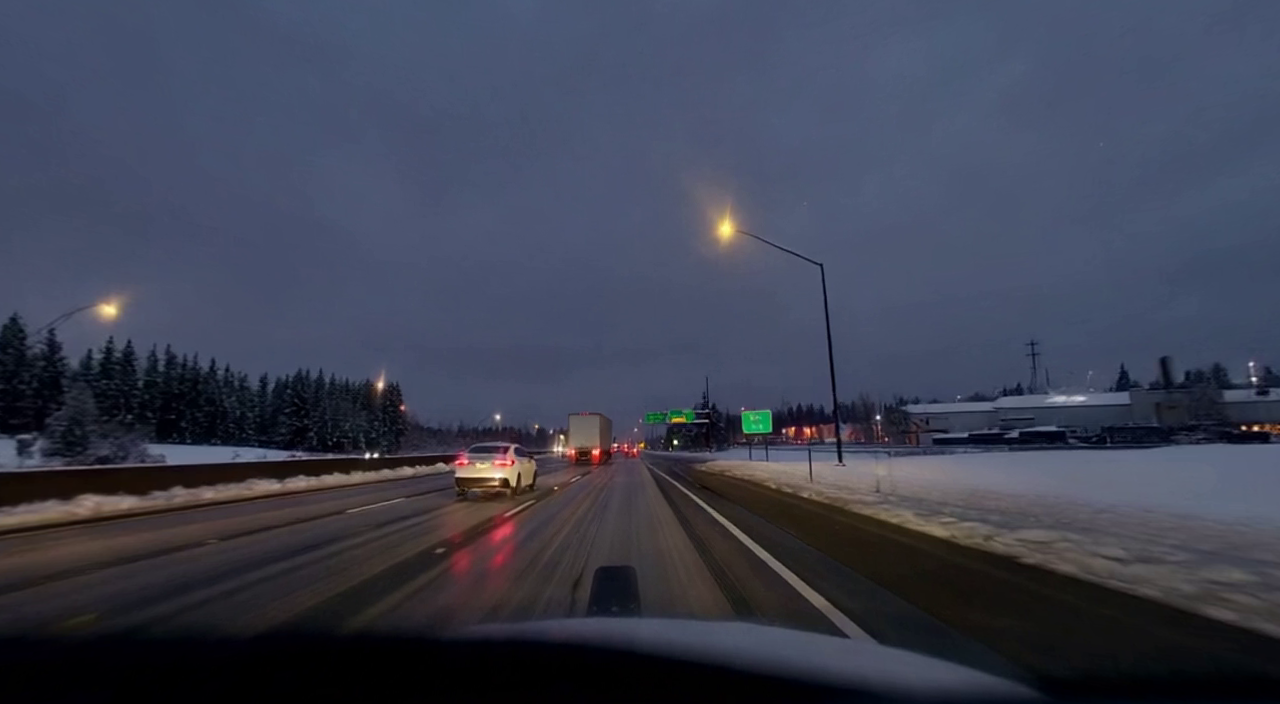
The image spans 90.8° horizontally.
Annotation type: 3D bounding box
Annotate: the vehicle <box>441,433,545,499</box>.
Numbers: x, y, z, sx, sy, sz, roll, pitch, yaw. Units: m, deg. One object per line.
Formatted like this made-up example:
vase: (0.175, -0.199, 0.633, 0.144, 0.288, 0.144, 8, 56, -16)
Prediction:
vehicle: (-4.101, 3.250, 18.378, 2.033, 1.669, 4.112, 0, -9, 0)
